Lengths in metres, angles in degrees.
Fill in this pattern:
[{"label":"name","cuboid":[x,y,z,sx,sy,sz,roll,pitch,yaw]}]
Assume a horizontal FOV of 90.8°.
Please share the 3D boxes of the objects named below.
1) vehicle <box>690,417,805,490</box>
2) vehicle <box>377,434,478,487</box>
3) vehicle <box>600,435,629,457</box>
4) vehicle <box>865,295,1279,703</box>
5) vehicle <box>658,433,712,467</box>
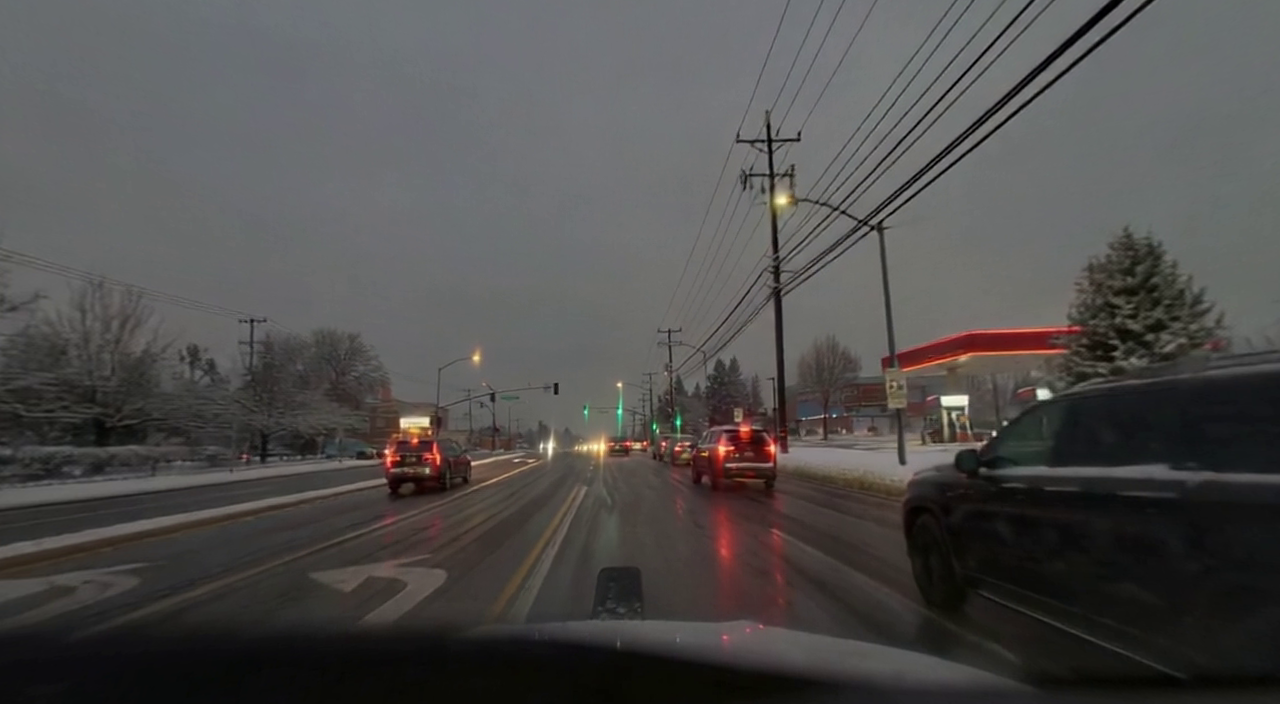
[{"label":"vehicle","cuboid":[2.942,2.952,18.623,2.124,1.824,4.973,0,-8,-5]},{"label":"vehicle","cuboid":[-6.656,3.419,20.298,2.075,1.470,4.190,0,-8,-5]},{"label":"vehicle","cuboid":[-1.905,6.858,46.088,2.065,1.484,3.894,0,-8,-4]},{"label":"vehicle","cuboid":[3.628,0.860,3.519,2.582,1.810,5.315,0,-8,-2]},{"label":"vehicle","cuboid":[2.073,4.692,30.394,1.945,1.470,4.363,0,-8,-5]}]
